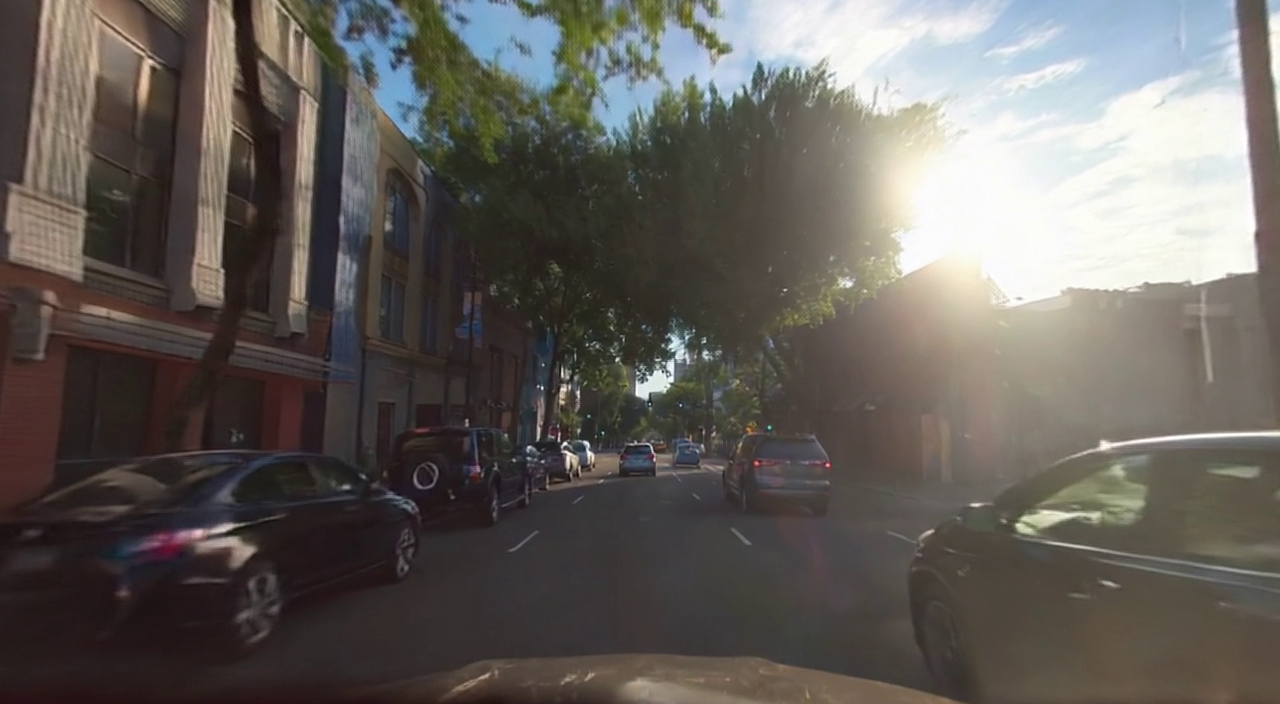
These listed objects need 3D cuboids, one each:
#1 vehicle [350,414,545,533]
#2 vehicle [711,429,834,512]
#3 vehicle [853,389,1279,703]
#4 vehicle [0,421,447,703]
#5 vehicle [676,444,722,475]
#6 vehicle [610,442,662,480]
[{"bbox_3d":[-3.412,2.298,12.522,2.142,1.832,5.373,0,-9,1],"label":"vehicle"},{"bbox_3d":[3.008,2.808,15.350,2.002,1.707,4.547,0,-9,0],"label":"vehicle"},{"bbox_3d":[2.467,0.907,1.849,2.080,1.495,4.591,0,-9,0],"label":"vehicle"},{"bbox_3d":[-3.446,1.418,5.285,1.972,1.471,4.795,0,-9,2],"label":"vehicle"},{"bbox_3d":[3.022,5.619,33.080,1.966,1.475,4.528,0,-9,0],"label":"vehicle"},{"bbox_3d":[-0.142,4.537,26.379,2.007,1.460,3.923,0,-9,0],"label":"vehicle"}]
